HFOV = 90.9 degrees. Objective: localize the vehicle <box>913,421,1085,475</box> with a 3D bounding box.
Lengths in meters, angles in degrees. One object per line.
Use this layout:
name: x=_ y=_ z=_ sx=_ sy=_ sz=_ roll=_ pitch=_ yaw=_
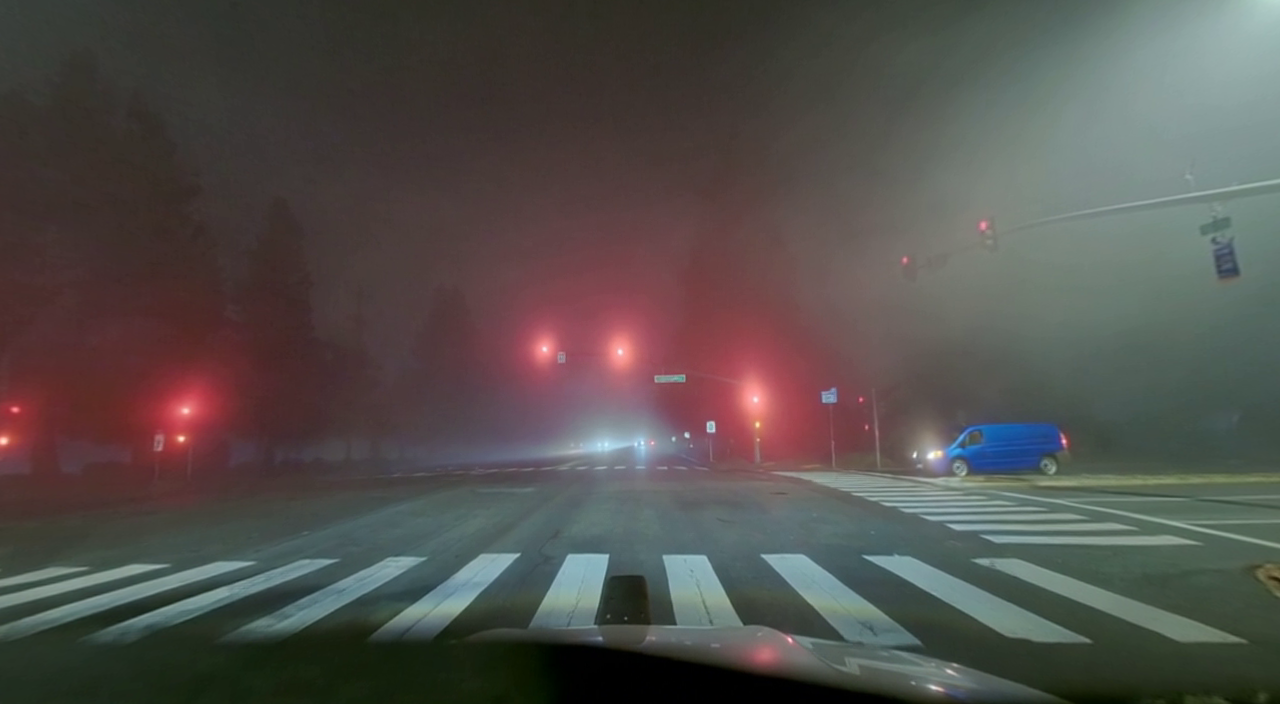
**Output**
vehicle: x=12.424 y=3.363 z=22.090 sx=4.790 sy=1.798 sz=1.909 roll=0 pitch=-8 yaw=1
